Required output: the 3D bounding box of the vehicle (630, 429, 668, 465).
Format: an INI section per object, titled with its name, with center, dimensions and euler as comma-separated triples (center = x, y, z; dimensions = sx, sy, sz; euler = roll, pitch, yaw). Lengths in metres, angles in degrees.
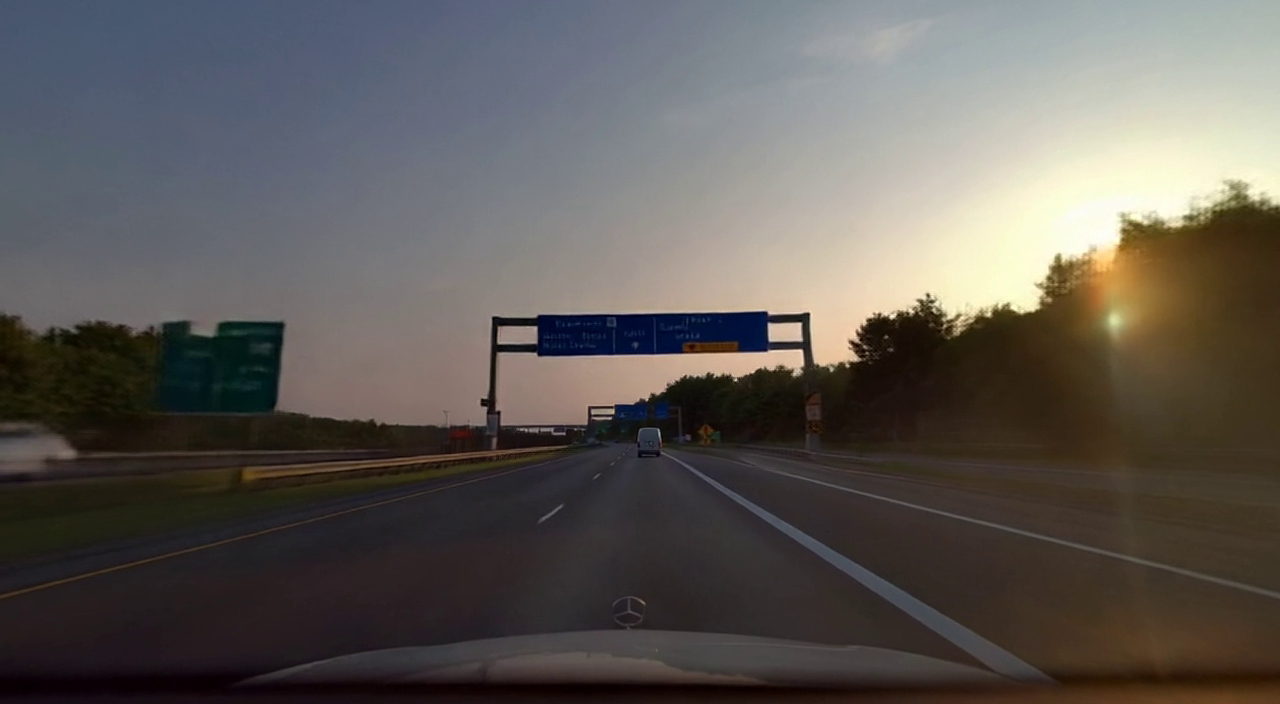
[vehicle]
center = 0.604, 6.063, 40.289
dimensions = 2.277, 2.109, 4.922
euler = 0, -8, 1
